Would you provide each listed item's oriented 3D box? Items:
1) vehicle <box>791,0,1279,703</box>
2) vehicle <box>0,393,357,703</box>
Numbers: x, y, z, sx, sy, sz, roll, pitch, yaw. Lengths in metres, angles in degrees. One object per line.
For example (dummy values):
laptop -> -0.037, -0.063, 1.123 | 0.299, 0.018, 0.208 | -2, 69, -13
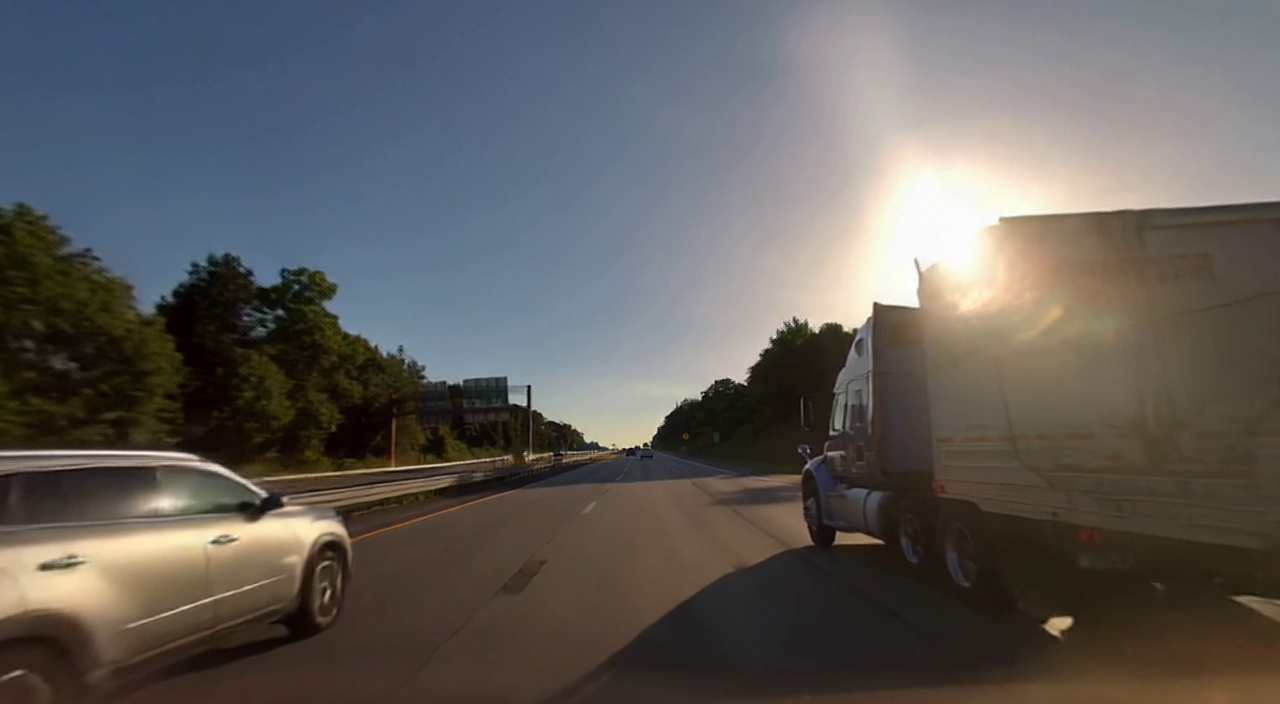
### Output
vehicle -> 3.829, 0.334, 6.261 | 3.010, 3.907, 5.999 | 0, -9, -1
vehicle -> -3.267, 0.948, 2.549 | 2.054, 1.475, 4.708 | 0, -9, 0
